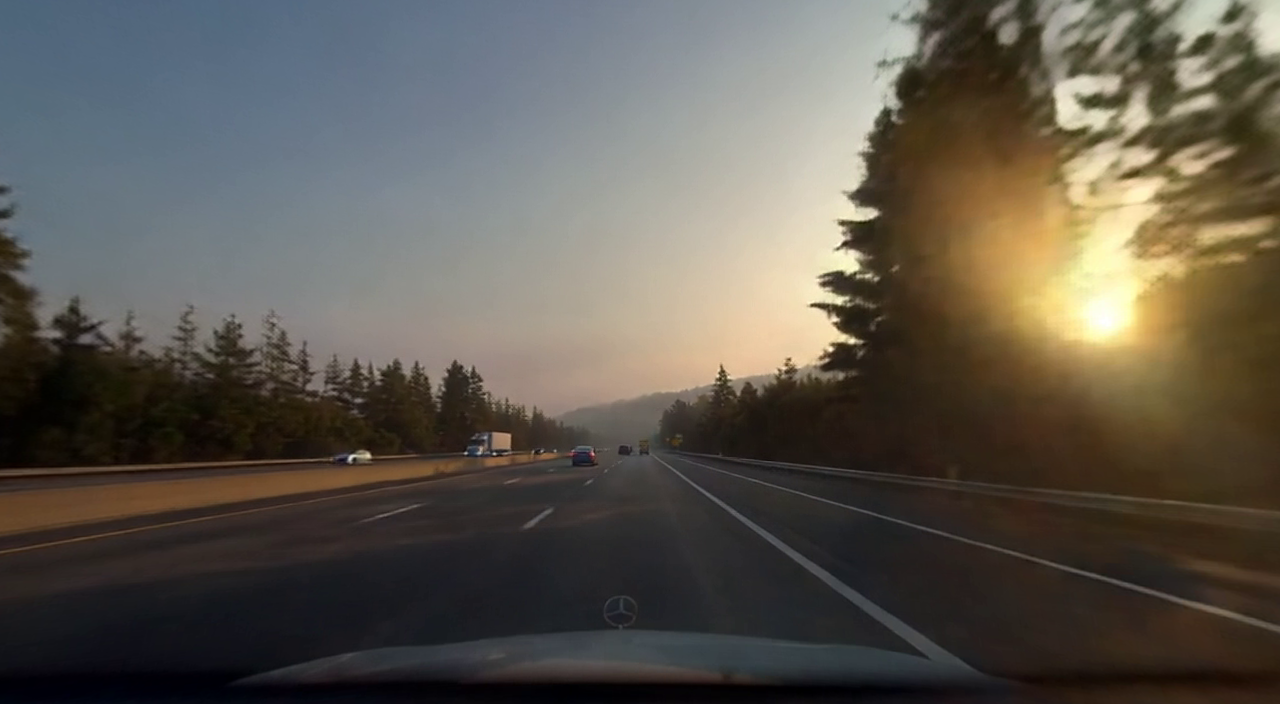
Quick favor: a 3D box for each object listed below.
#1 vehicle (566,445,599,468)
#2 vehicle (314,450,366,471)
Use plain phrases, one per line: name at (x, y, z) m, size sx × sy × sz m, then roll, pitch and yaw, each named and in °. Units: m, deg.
vehicle at (-3.991, 7.358, 44.188) m, size 1.933 × 1.497 × 3.973 m, roll 0°, pitch -9°, yaw 0°
vehicle at (-23.302, 8.435, 48.871) m, size 1.980 × 1.518 × 3.986 m, roll 0°, pitch -9°, yaw 1°
